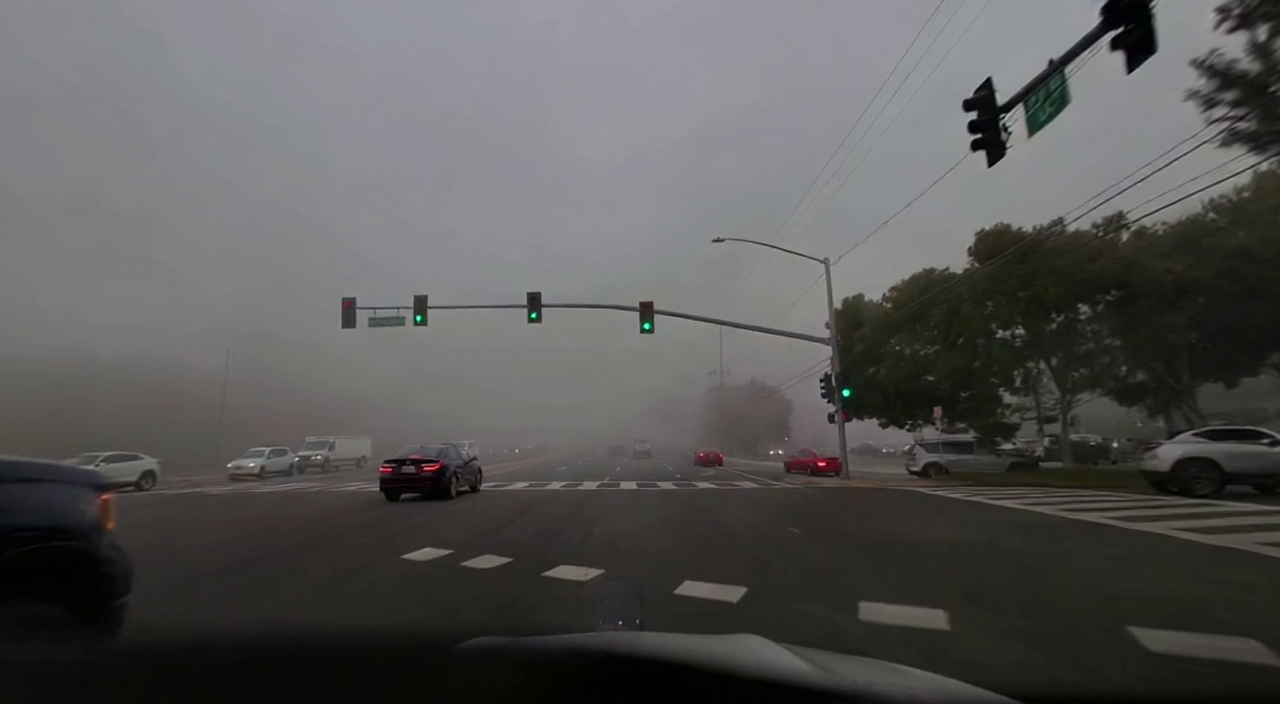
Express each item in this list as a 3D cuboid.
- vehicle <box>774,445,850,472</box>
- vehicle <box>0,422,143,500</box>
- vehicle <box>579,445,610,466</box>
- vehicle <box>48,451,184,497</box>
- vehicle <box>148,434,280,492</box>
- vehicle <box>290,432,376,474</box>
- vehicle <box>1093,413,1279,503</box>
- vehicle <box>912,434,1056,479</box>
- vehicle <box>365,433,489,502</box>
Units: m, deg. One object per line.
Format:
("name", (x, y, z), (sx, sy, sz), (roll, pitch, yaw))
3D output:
("vehicle", (10.163, 6.307, 37.669), (1.840, 1.428, 4.602), (3, -9, -24))
("vehicle", (-24.456, 4.186, 24.483), (3.073, 2.788, 9.004), (0, -9, 0))
("vehicle", (-3.337, 7.657, 47.036), (2.002, 1.494, 4.322), (0, -8, -1))
("vehicle", (-20.916, 4.849, 25.501), (1.860, 1.584, 4.283), (-3, -9, 0))
("vehicle", (-17.596, 4.640, 26.504), (2.065, 2.057, 4.987), (-4, -10, 0))
("vehicle", (-21.181, 6.996, 44.054), (2.326, 2.692, 7.259), (0, -8, 0))
("vehicle", (14.042, 2.511, 15.304), (4.587, 1.806, 2.188), (-2, -10, -11))
("vehicle", (14.616, 4.431, 26.937), (5.106, 1.735, 2.150), (-6, -10, 33))
("vehicle", (-6.420, 3.520, 19.759), (2.169, 1.865, 4.739), (0, -8, 1))
